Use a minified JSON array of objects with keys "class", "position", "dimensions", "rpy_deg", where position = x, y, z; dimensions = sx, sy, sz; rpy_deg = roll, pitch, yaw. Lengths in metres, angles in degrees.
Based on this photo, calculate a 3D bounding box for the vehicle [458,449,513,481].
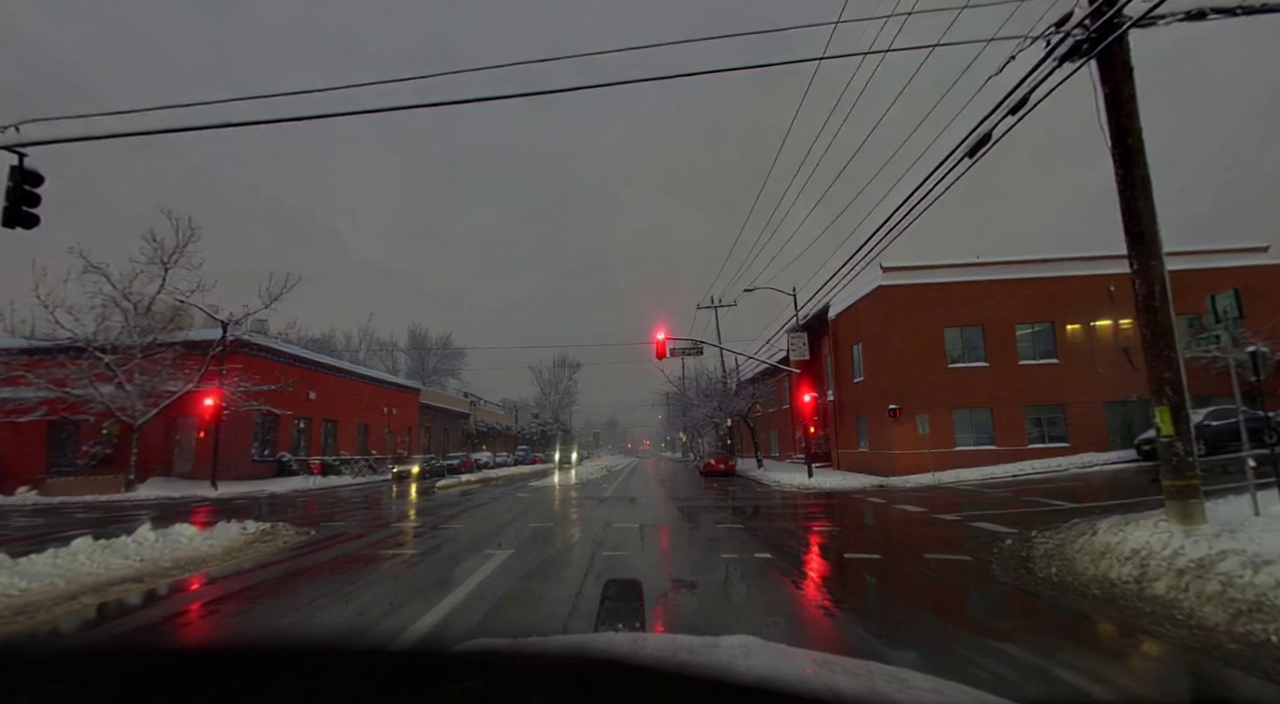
[{"class":"vehicle","position":[-8.710,6.394,35.822],"dimensions":[2.020,1.672,3.842],"rpy_deg":[0,-9,3]}]

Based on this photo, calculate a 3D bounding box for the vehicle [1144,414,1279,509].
[{"class":"vehicle","position":[12.599,2.175,12.632],"dimensions":[3.234,1.746,1.941],"rpy_deg":[0,-9,0]}]

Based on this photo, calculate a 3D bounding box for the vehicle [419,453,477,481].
[{"class":"vehicle","position":[-11.894,7.133,39.349],"dimensions":[1.943,1.574,4.727],"rpy_deg":[0,-9,3]}]

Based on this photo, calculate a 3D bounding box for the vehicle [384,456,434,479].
[{"class":"vehicle","position":[-16.657,8.342,45.597],"dimensions":[1.843,1.494,4.109],"rpy_deg":[0,-9,3]}]
